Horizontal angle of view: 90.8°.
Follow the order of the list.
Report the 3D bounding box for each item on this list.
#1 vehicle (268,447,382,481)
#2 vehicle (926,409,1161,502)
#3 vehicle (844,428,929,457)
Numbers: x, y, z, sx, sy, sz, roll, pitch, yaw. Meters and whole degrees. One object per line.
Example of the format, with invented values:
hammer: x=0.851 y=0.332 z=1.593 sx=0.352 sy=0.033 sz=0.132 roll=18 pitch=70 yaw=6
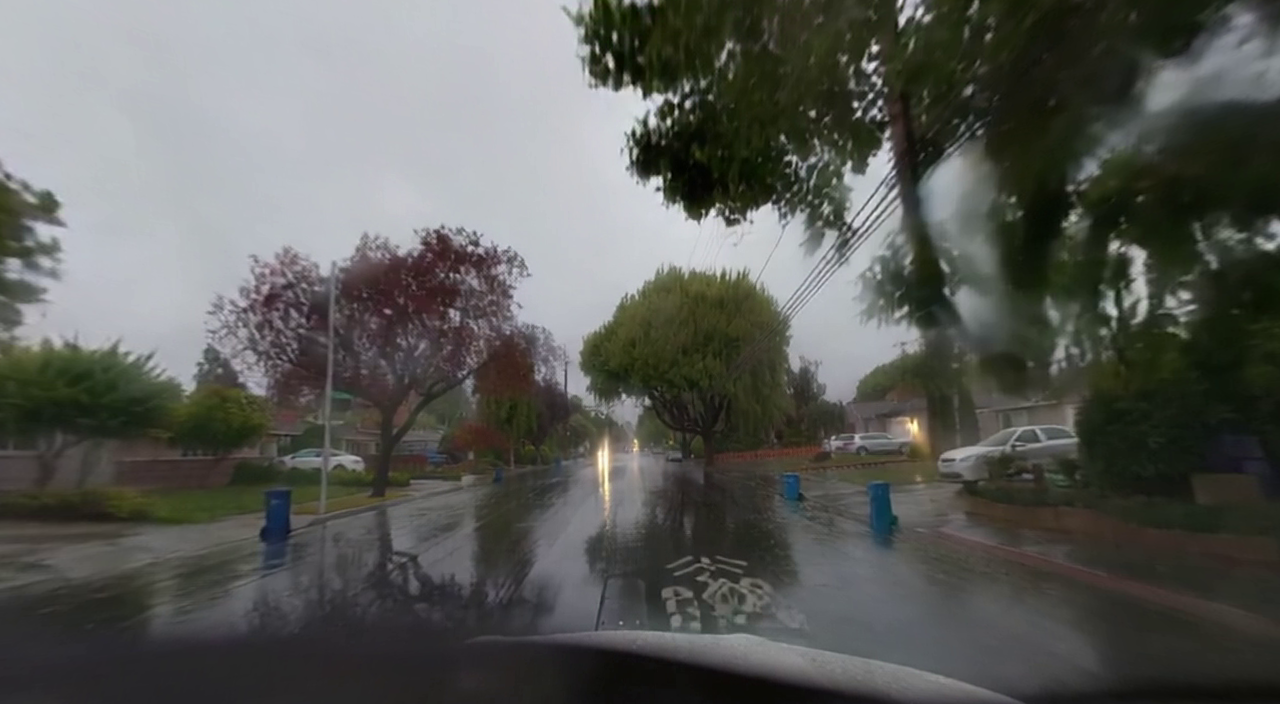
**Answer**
vehicle: x=-14.500 y=5.122 z=29.141 sx=4.477 sy=1.449 sz=1.922 roll=5 pitch=-10 yaw=-31
vehicle: x=10.273 y=2.656 z=16.320 sx=4.697 sy=1.604 sz=1.838 roll=-8 pitch=-8 yaw=-3
vehicle: x=15.765 y=5.832 z=40.592 sx=4.562 sy=1.832 sz=1.987 roll=0 pitch=-9 yaw=-2
